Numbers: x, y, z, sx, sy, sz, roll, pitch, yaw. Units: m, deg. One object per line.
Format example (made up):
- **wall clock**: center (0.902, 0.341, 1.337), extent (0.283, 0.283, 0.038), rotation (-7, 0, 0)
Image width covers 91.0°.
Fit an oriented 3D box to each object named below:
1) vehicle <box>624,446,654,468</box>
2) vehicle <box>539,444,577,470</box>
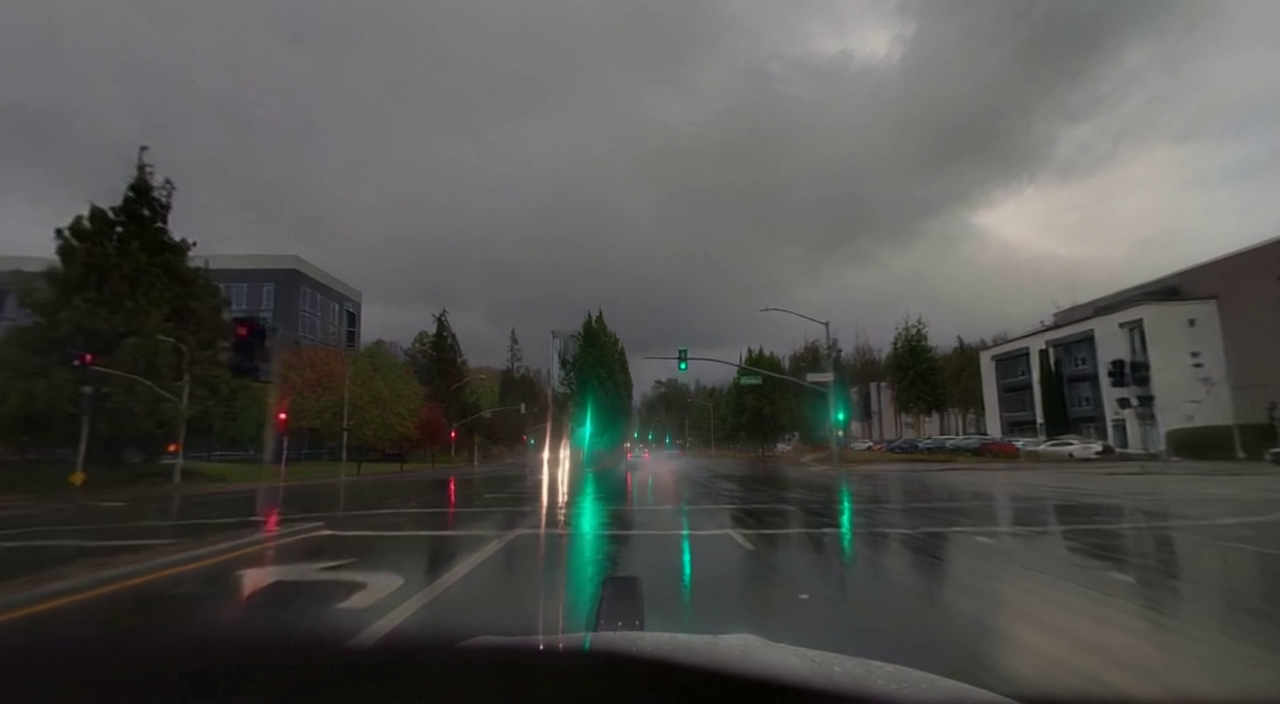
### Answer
- **vehicle**: center (-0.113, 7.465, 45.077), extent (2.064, 1.477, 3.968), rotation (0, -9, -1)
- **vehicle**: center (-5.541, 7.159, 43.105), extent (2.016, 1.631, 4.148), rotation (0, -9, 0)
